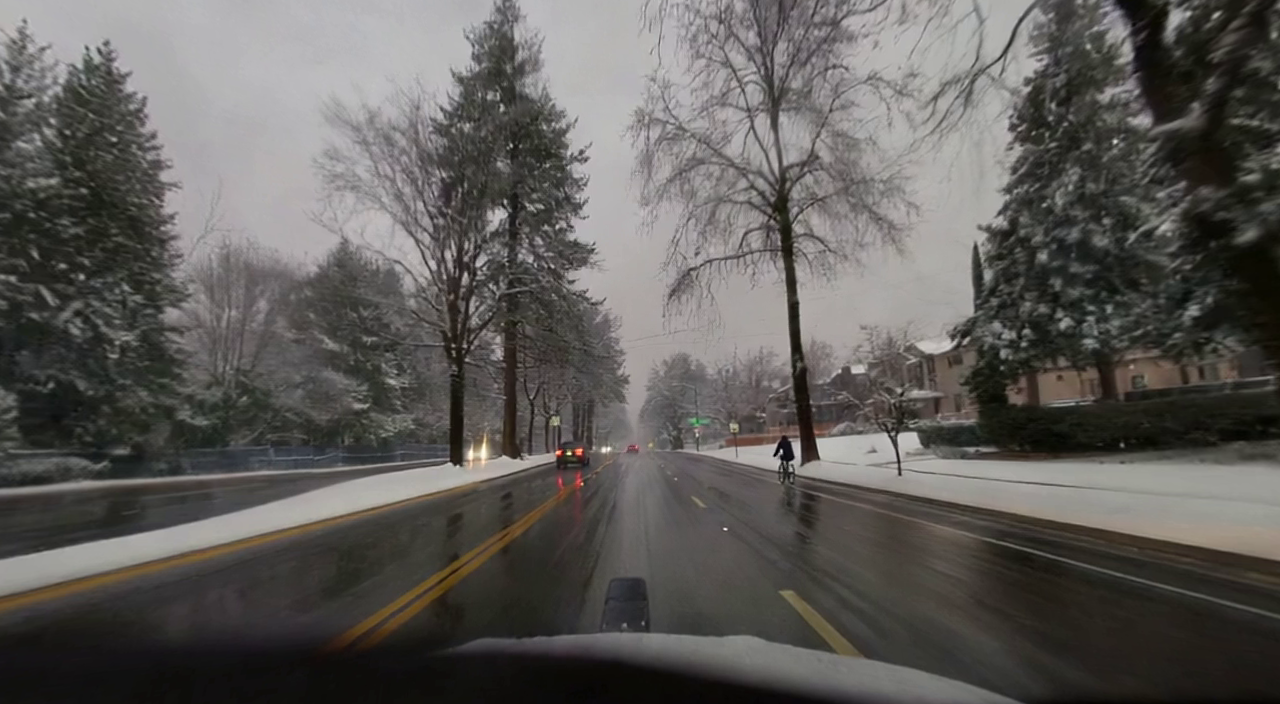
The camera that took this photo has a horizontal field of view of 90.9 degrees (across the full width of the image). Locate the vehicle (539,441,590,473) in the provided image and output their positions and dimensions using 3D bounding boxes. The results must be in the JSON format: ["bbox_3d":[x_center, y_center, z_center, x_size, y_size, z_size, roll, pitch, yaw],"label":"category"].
[{"bbox_3d":[-3.715,5.251,31.850,2.011,1.480,4.517,0,-9,0],"label":"vehicle"}]
